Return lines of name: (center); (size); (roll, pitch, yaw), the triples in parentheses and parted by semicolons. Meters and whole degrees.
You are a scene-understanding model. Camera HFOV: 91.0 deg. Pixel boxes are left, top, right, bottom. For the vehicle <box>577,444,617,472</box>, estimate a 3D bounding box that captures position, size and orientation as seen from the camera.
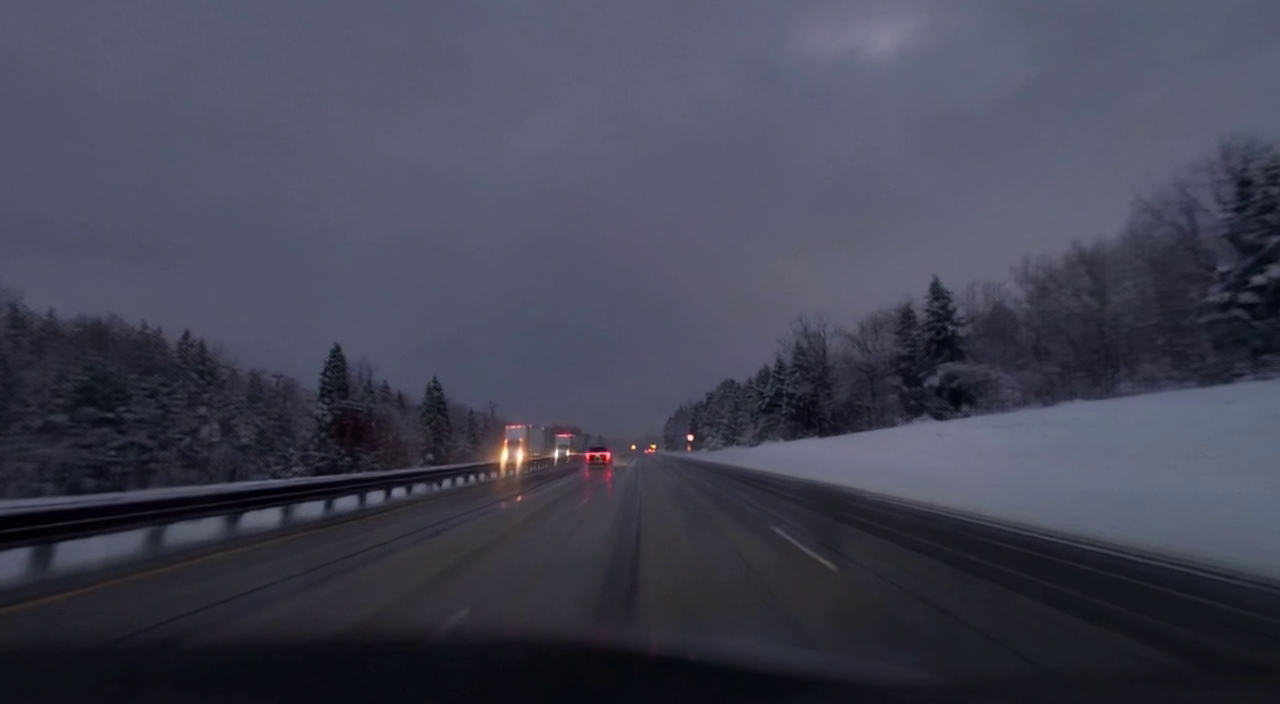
vehicle: (-2.459, 6.172, 36.788); (2.050, 1.530, 4.144); (0, -8, 0)
